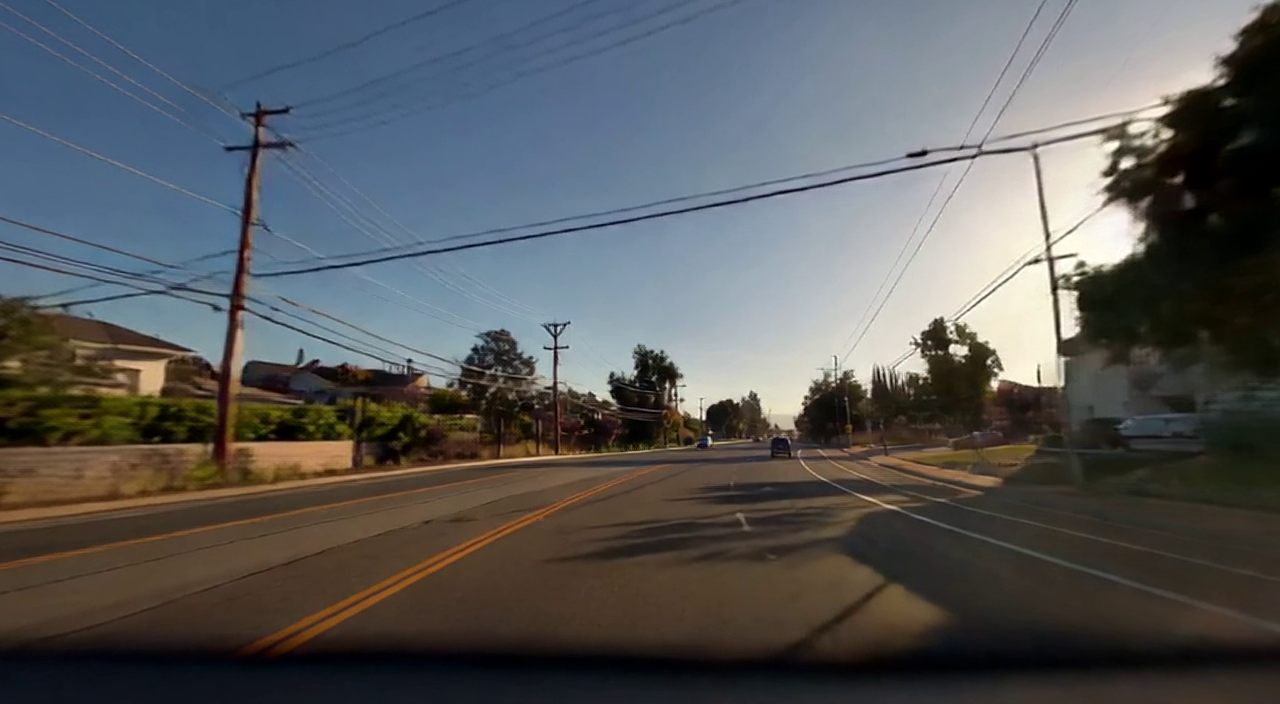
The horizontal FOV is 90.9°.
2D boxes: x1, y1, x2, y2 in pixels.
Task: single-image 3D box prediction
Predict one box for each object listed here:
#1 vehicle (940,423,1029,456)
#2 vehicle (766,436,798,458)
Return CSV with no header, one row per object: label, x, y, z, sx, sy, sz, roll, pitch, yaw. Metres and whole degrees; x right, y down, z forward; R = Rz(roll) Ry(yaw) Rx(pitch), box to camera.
vehicle,22.822,5.823,41.782,4.687,1.805,2.130,-11,-13,37
vehicle,9.842,6.619,43.900,1.982,1.451,4.152,-2,-9,10
